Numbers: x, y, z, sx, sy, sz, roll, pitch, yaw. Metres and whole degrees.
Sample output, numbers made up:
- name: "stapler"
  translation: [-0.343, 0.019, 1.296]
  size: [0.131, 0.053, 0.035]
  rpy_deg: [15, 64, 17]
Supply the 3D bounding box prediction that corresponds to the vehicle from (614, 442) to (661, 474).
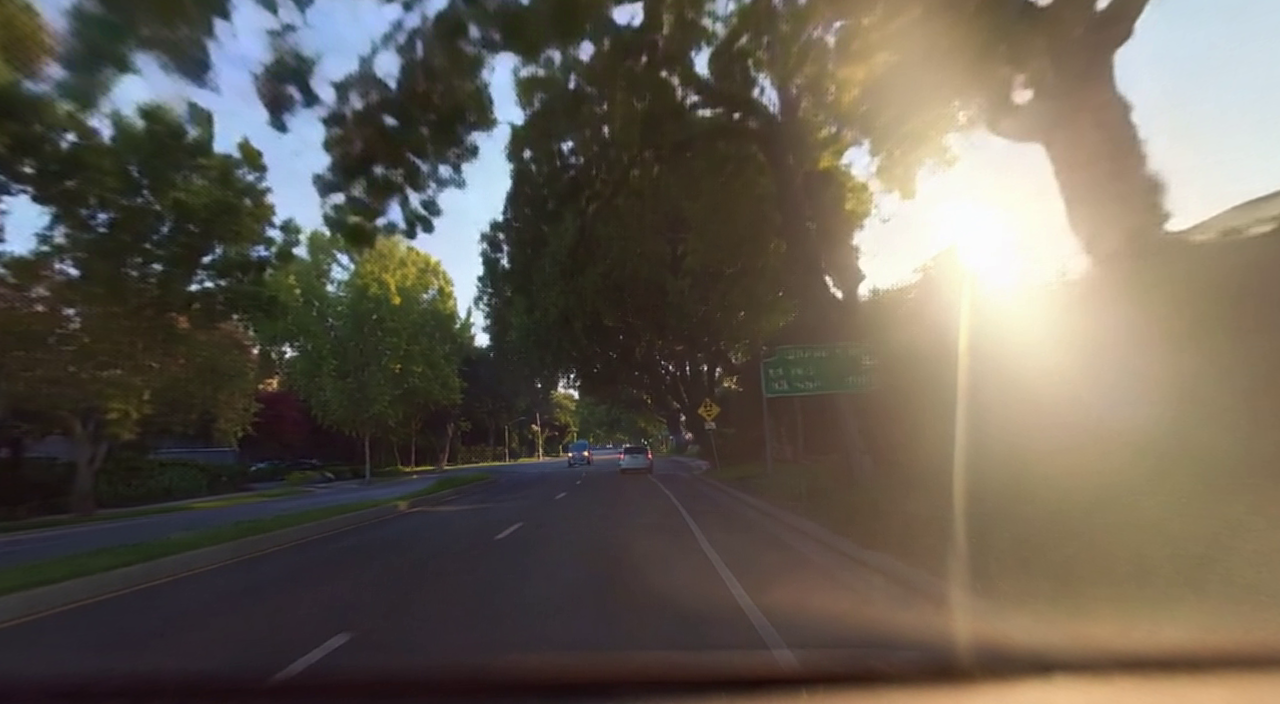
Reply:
- name: "vehicle"
  translation: [-0.059, 5.227, 31.421]
  size: [2.111, 1.466, 4.223]
  rpy_deg: [-1, -8, 2]
